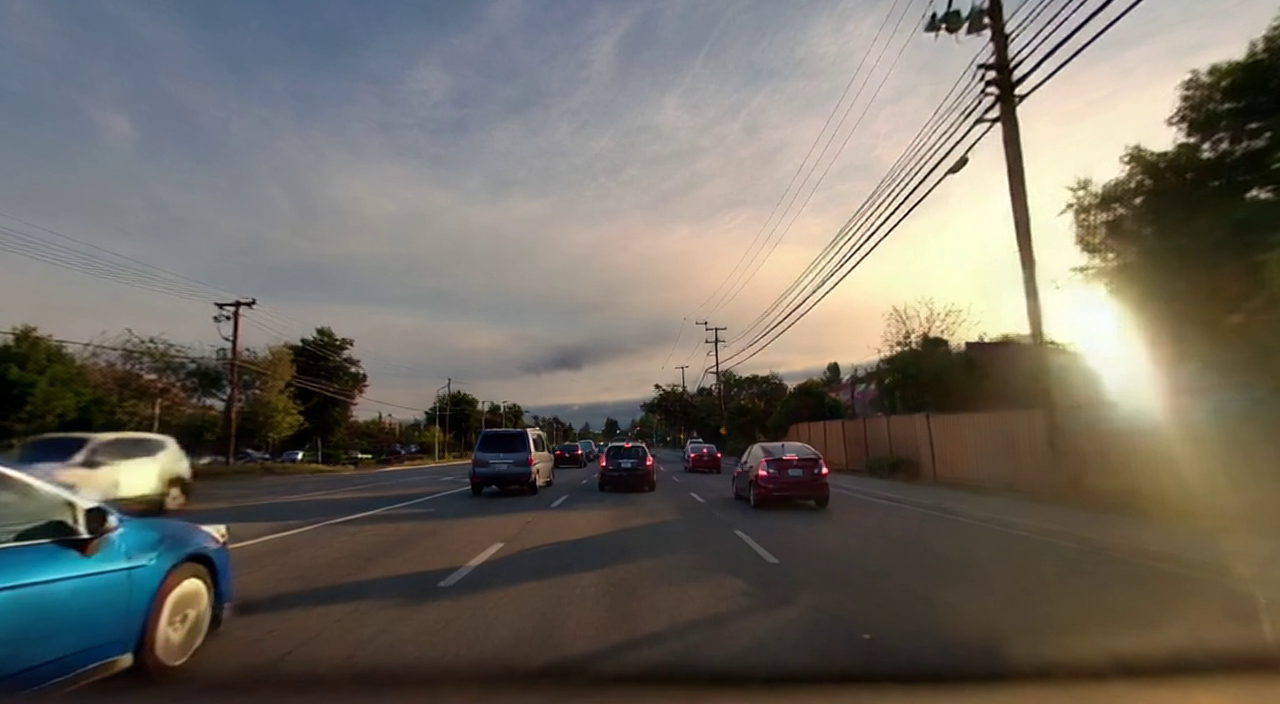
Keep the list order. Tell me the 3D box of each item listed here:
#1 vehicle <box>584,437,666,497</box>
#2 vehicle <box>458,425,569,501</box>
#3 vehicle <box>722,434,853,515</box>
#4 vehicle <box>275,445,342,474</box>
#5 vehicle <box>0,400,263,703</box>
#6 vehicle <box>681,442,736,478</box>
[{"bbox_3d":[-0.393,3.243,18.130,2.097,1.511,3.809,0,-9,0],"label":"vehicle"},{"bbox_3d":[-3.356,3.066,17.846,2.092,1.839,4.736,0,-9,1],"label":"vehicle"},{"bbox_3d":[3.055,2.608,13.931,1.880,1.521,3.724,0,-9,-2],"label":"vehicle"},{"bbox_3d":[-23.113,7.492,44.262,2.094,1.899,4.789,0,-9,-1],"label":"vehicle"},{"bbox_3d":[-3.340,0.814,1.651,2.004,1.454,4.349,0,-9,0],"label":"vehicle"},{"bbox_3d":[3.027,4.865,28.754,1.878,1.479,4.461,0,-9,-2],"label":"vehicle"}]
